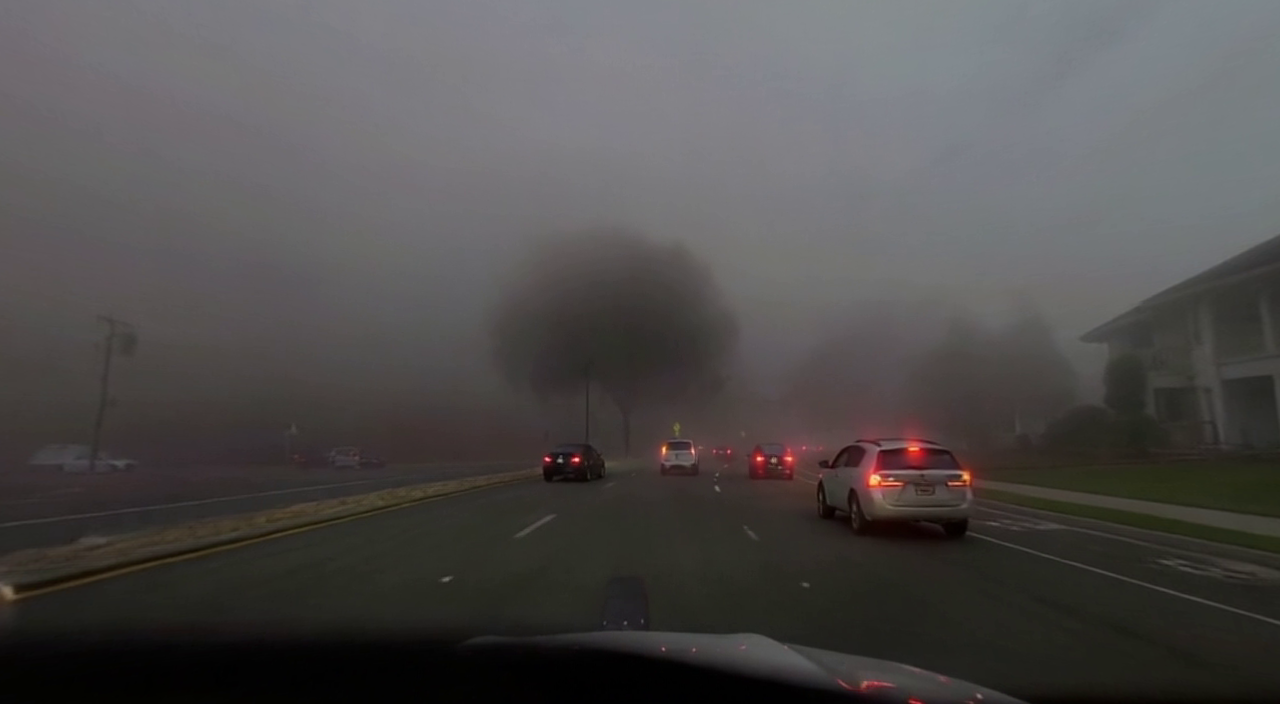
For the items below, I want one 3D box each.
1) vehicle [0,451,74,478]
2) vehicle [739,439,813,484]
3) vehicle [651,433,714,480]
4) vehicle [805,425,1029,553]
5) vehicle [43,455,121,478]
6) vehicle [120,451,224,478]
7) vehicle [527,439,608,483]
[{"bbox_3d":[-37.080,6.766,37.941,4.101,1.535,2.002,0,-8,2],"label":"vehicle"},{"bbox_3d":[4.896,3.990,23.270,2.117,1.472,4.158,-1,-9,5],"label":"vehicle"},{"bbox_3d":[1.870,4.339,26.313,2.250,1.768,4.574,-2,-9,8],"label":"vehicle"},{"bbox_3d":[3.843,1.943,9.478,1.859,1.540,3.454,-1,-9,2],"label":"vehicle"},{"bbox_3d":[-35.969,7.384,40.660,3.413,1.370,1.645,-1,-9,2],"label":"vehicle"},{"bbox_3d":[-27.496,6.598,37.197,1.816,1.459,4.453,-5,-10,30],"label":"vehicle"},{"bbox_3d":[-2.581,4.053,23.677,2.006,1.464,4.586,-1,-9,7],"label":"vehicle"}]
